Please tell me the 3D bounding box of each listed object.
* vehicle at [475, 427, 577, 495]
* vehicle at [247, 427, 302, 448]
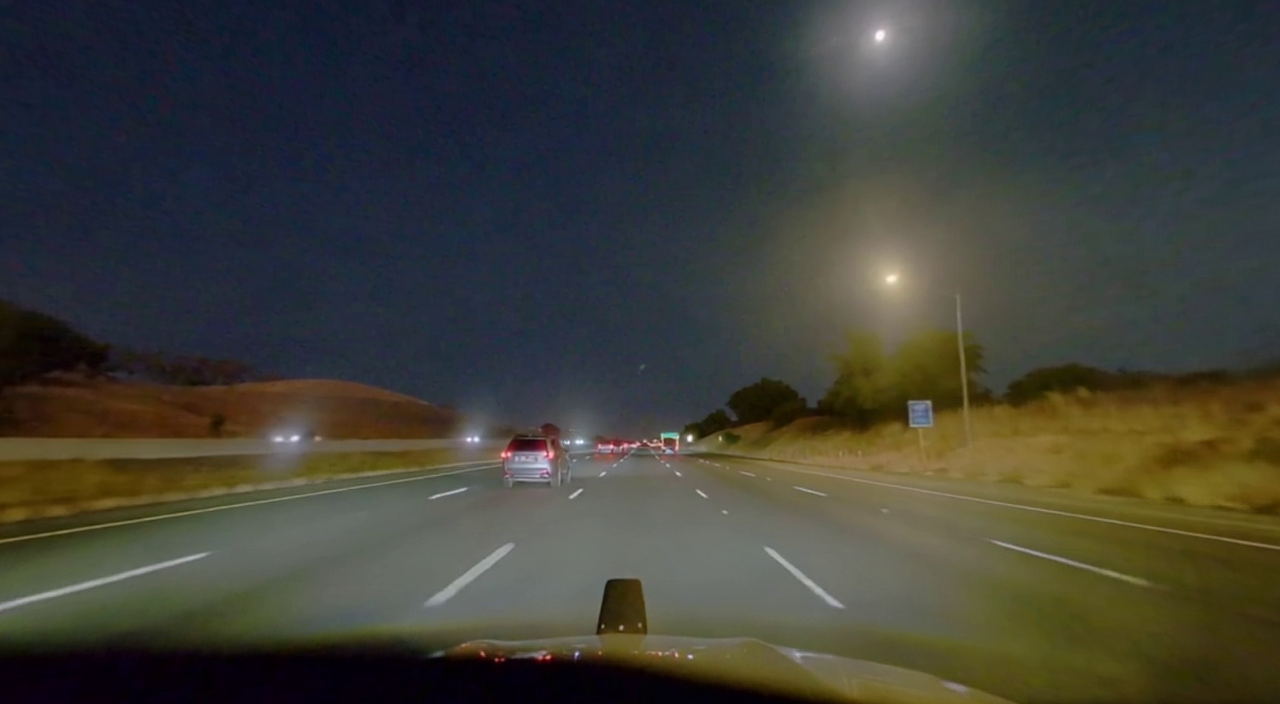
[{"bbox_3d":[-3.424,3.409,20.037,2.218,1.848,4.789,-1,-9,1],"label":"vehicle"},{"bbox_3d":[-28.448,6.703,49.191,1.845,1.561,3.894,-1,-9,2],"label":"vehicle"}]
